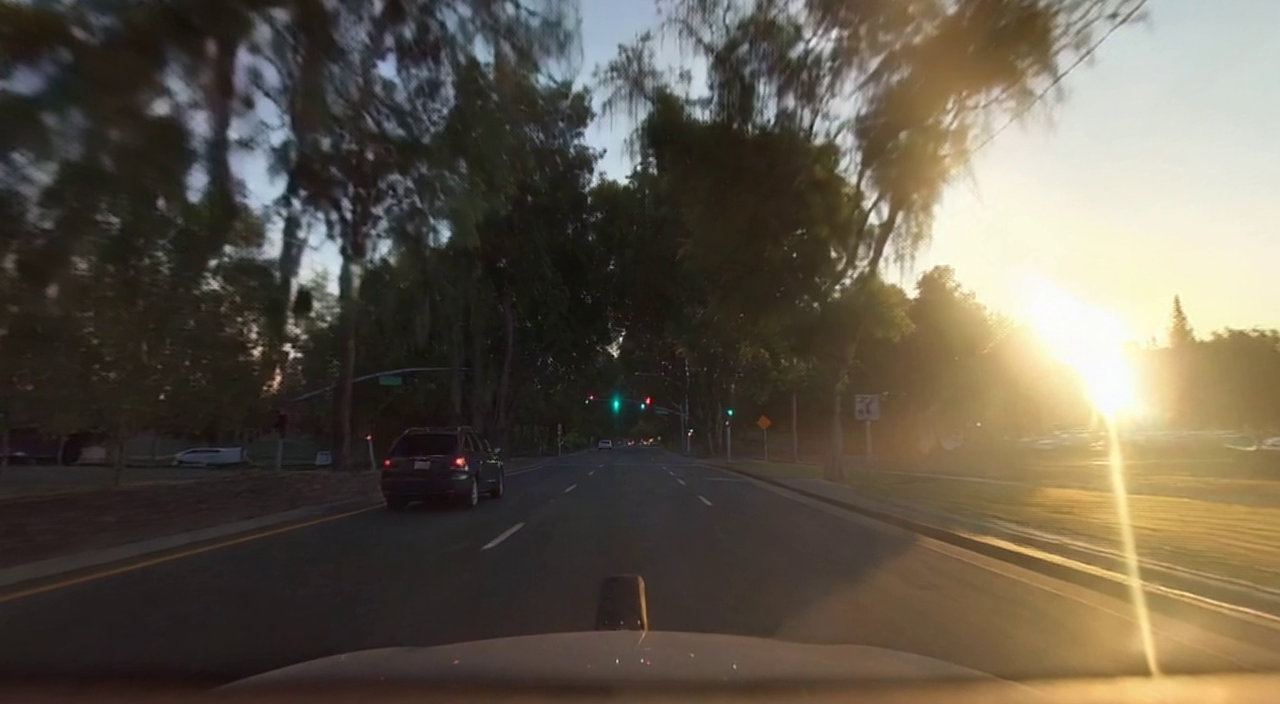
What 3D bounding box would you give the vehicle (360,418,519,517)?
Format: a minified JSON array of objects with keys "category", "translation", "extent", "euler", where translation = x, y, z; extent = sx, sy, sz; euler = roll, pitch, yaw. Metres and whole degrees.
[{"category":"vehicle","translation":[-3.976,2.349,13.328],"extent":[2.018,1.769,3.897],"euler":[0,-8,0]}]
